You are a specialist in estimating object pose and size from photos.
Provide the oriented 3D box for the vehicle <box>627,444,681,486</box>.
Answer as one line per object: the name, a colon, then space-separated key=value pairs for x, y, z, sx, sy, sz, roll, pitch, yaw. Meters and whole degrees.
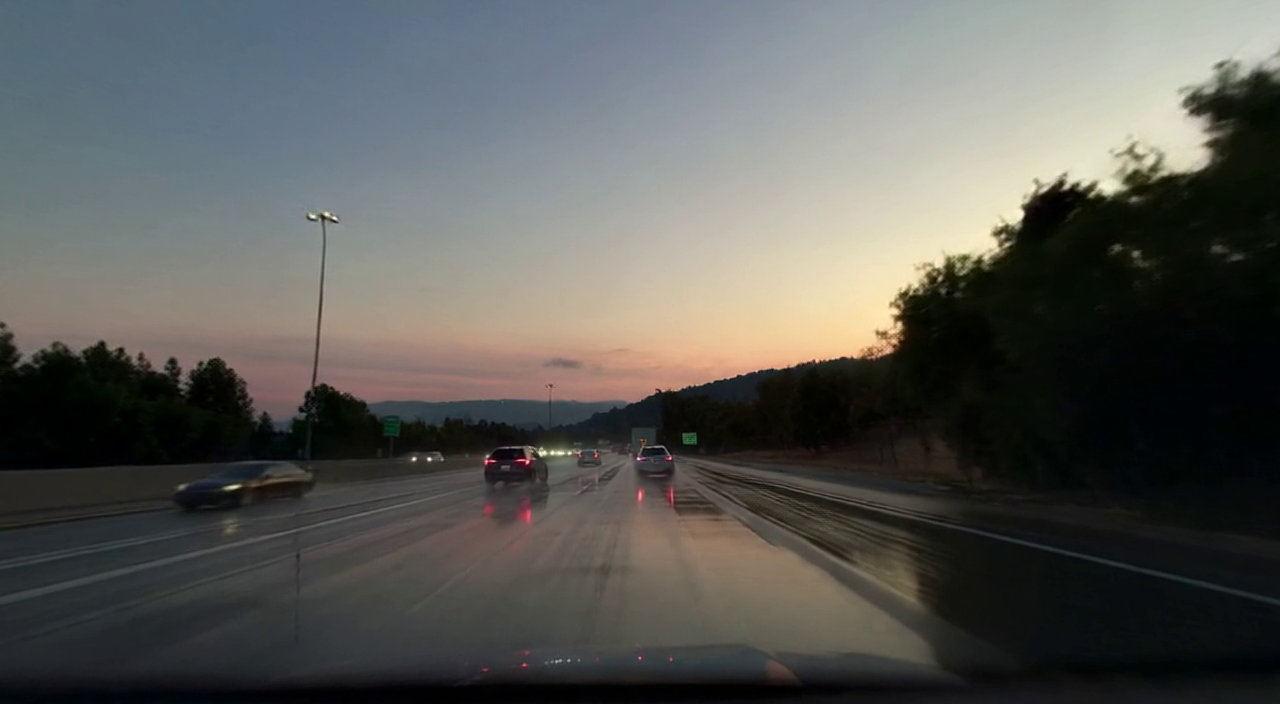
vehicle: x=0.518 y=4.566 z=25.656 sx=2.015 sy=1.526 sz=4.286 roll=0 pitch=-9 yaw=0

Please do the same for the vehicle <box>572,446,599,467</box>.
vehicle: x=-4.232 y=8.193 z=49.157 sx=1.837 sy=1.530 sz=3.844 roll=0 pitch=-9 yaw=-1

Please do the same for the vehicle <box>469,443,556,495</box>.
vehicle: x=-4.059 y=3.801 z=20.743 sx=1.940 sy=1.502 sz=4.463 roll=0 pitch=-9 yaw=0
